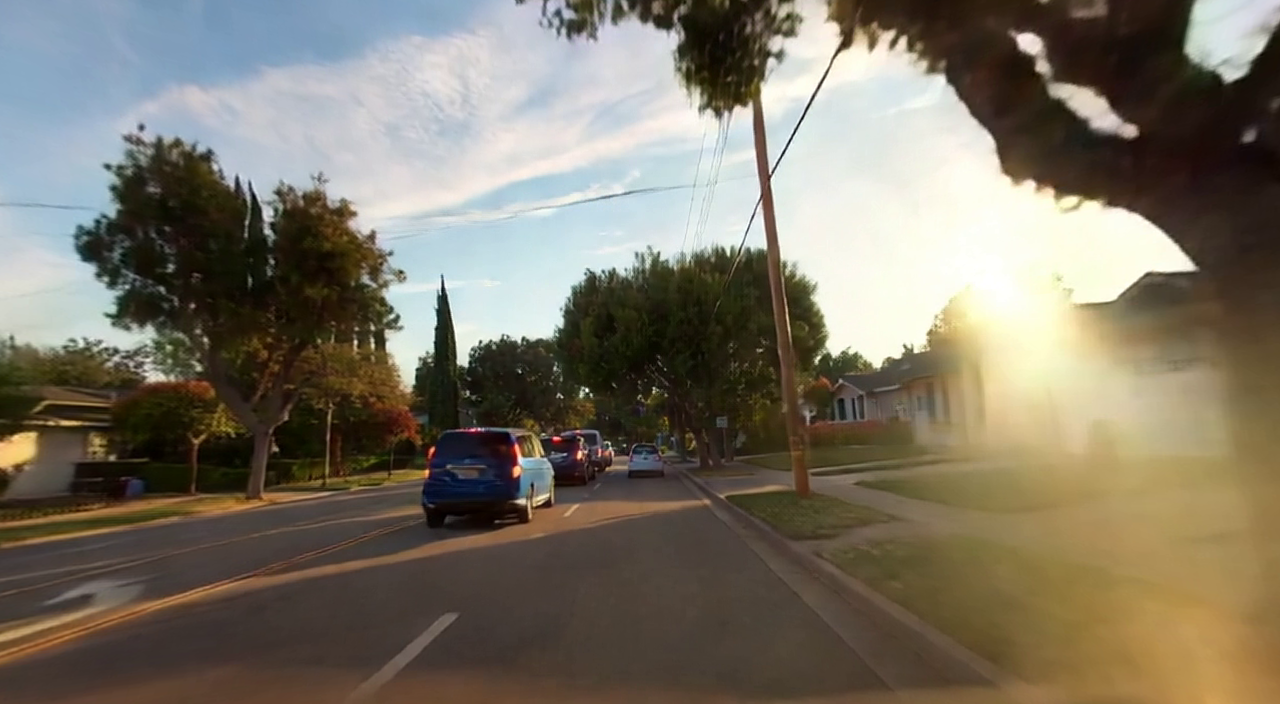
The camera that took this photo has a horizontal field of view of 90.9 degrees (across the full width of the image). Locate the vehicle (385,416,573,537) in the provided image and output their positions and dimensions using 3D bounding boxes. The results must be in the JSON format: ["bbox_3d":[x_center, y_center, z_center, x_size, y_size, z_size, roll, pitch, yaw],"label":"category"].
[{"bbox_3d":[-2.593,2.158,11.455,2.157,1.765,4.303,0,-9,2],"label":"vehicle"}]

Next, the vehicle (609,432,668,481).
[{"bbox_3d":[-0.070,4.035,24.513,2.120,1.718,3.909,0,-9,0],"label":"vehicle"}]
